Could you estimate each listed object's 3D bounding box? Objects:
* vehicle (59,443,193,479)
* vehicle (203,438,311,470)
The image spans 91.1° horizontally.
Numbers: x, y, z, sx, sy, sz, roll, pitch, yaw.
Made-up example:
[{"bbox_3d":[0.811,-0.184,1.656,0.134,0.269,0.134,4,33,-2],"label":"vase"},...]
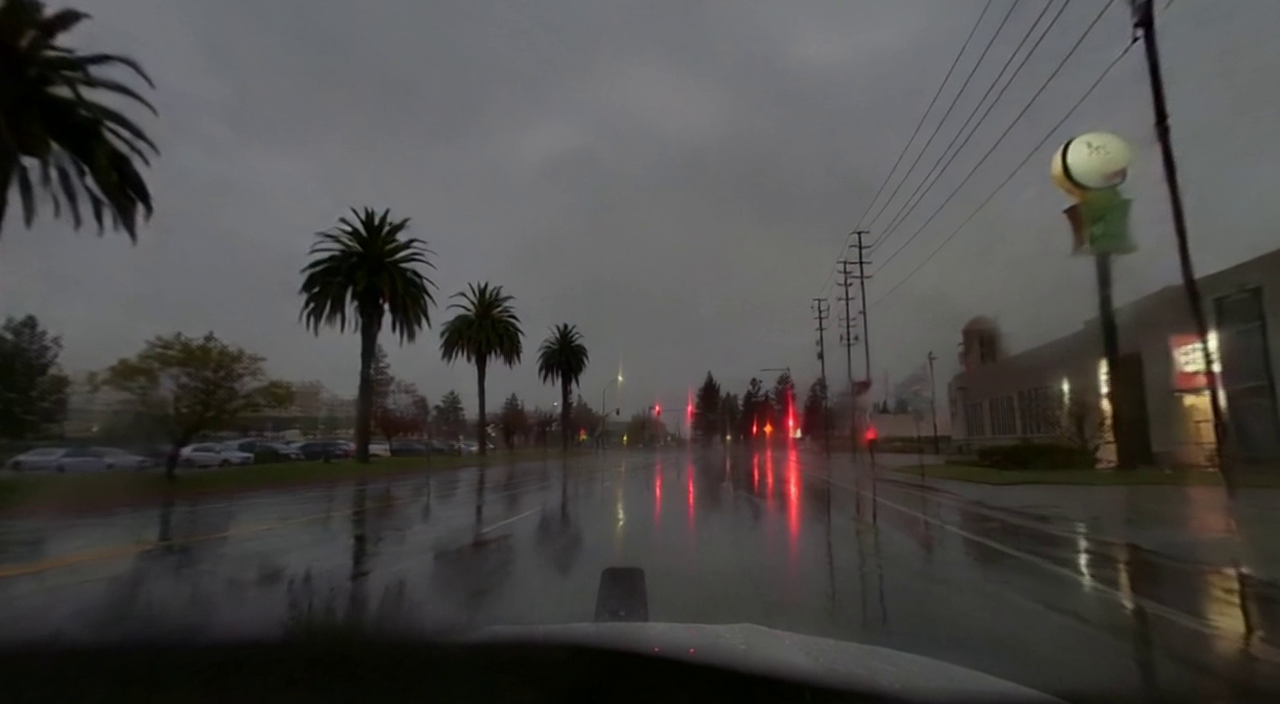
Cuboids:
[{"bbox_3d":[-23.173,4.909,28.424,4.440,1.541,1.851,0,-9,1],"label":"vehicle"},{"bbox_3d":[-22.199,5.908,36.474,5.084,1.664,2.006,-2,-7,4],"label":"vehicle"}]
